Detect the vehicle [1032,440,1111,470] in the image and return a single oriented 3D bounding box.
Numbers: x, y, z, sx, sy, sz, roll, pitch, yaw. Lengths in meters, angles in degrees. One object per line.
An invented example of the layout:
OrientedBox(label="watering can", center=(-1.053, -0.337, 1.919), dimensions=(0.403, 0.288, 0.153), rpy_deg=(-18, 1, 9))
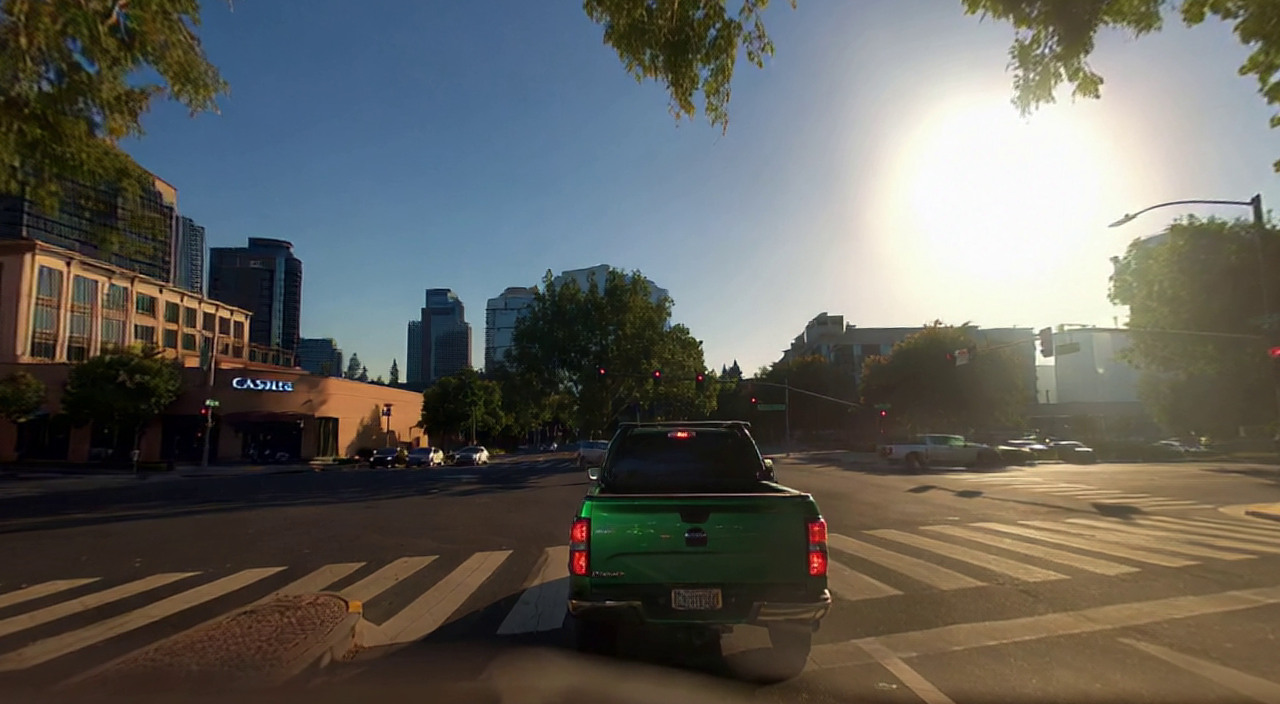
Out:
OrientedBox(label="vehicle", center=(26.361, 6.272, 38.574), dimensions=(4.541, 1.731, 2.007), rpy_deg=(5, -10, -28))

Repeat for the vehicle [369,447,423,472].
OrientedBox(label="vehicle", center=(-16.249, 7.146, 42.250), dimensions=(1.883, 1.586, 4.297), rpy_deg=(0, -9, 0))

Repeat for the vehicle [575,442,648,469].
OrientedBox(label="vehicle", center=(-1.700, 5.946, 36.467), dimensions=(1.879, 1.464, 4.457), rpy_deg=(7, -11, -39))

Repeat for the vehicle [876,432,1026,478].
OrientedBox(label="vehicle", center=(14.037, 4.664, 28.723), dimensions=(5.667, 1.927, 2.289), rpy_deg=(1, -9, -7))

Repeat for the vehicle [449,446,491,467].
OrientedBox(label="vehicle", center=(-12.608, 7.762, 47.081), dimensions=(1.946, 1.474, 4.008), rpy_deg=(0, -9, 0))
